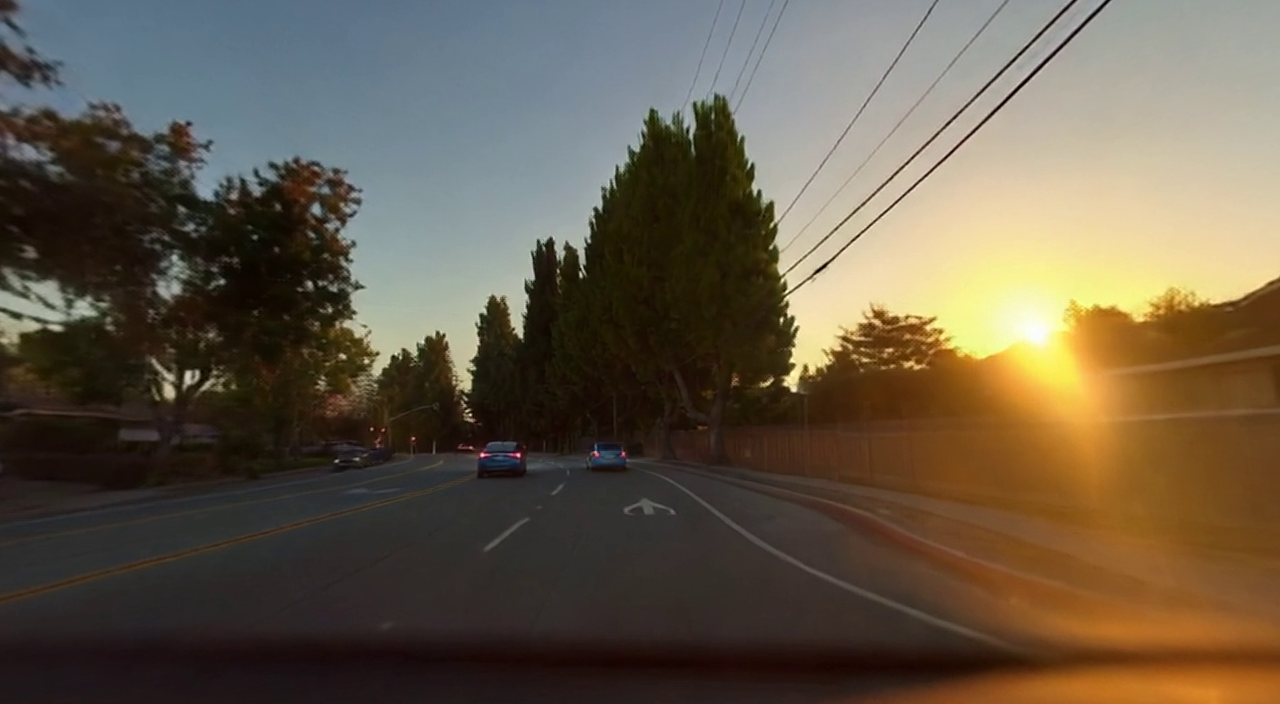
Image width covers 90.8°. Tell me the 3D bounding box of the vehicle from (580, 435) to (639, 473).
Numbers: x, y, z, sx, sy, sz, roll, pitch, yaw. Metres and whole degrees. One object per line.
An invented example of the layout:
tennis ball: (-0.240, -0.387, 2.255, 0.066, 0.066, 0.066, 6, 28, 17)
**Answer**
vehicle: (-1.429, 4.461, 27.753, 2.168, 1.504, 4.284, 1, -9, -8)

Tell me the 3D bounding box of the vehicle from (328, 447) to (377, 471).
vehicle: (-18.587, 6.905, 41.061, 1.944, 1.458, 4.549, 2, -9, -12)

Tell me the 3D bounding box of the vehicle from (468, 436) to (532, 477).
vehicle: (-5.259, 3.980, 24.260, 1.913, 1.425, 4.235, 1, -9, -6)
